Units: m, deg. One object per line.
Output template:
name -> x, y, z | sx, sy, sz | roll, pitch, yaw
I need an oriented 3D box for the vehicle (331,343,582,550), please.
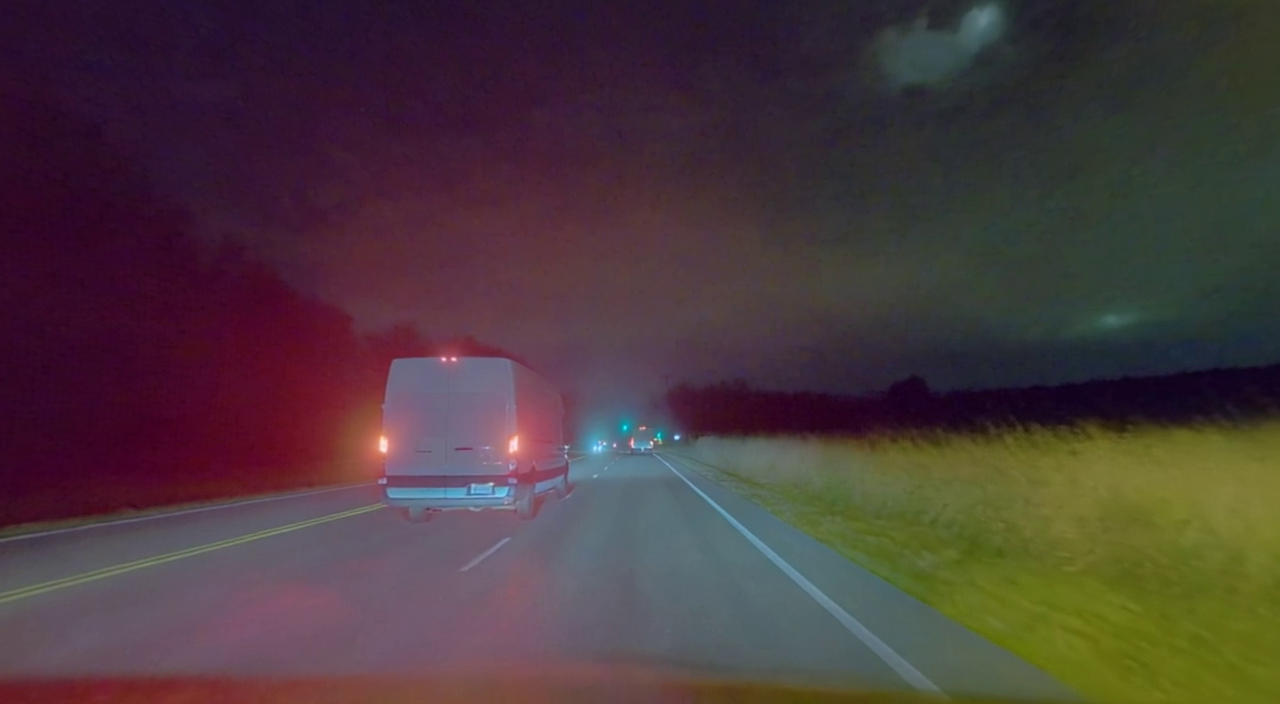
vehicle -> -2.615, 1.616, 11.089 | 2.497, 2.628, 6.016 | 0, -8, 1
